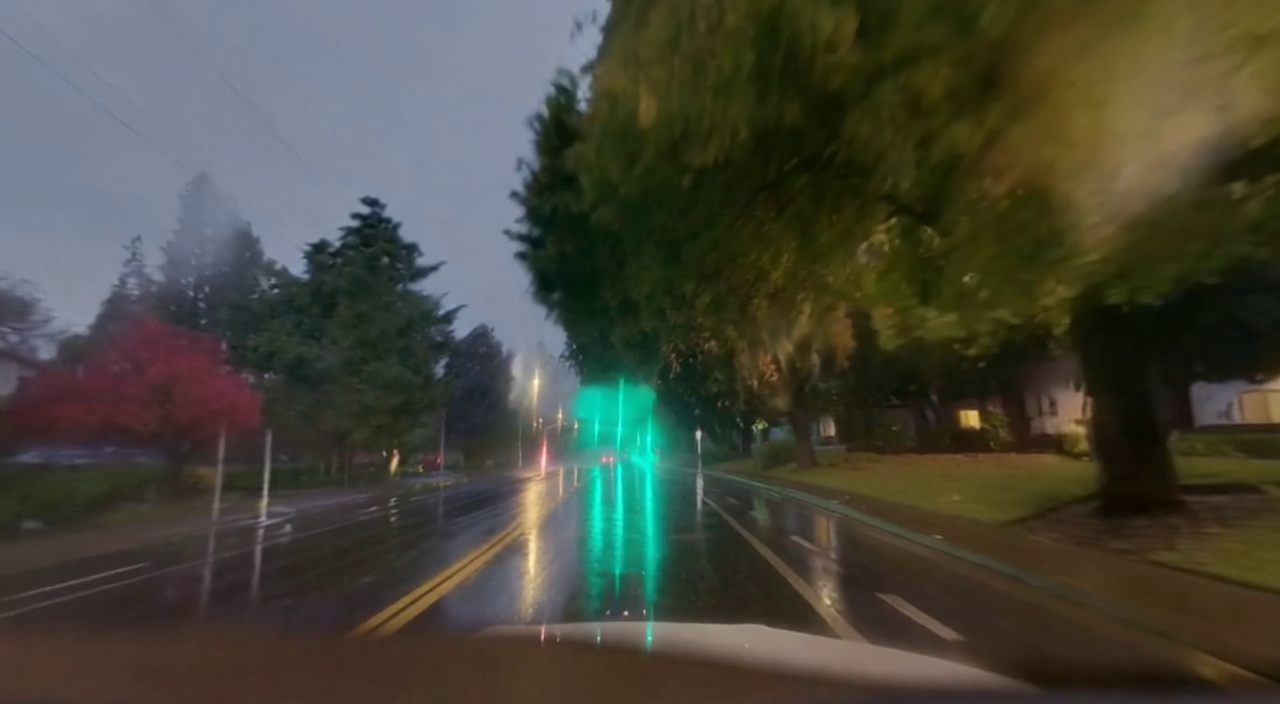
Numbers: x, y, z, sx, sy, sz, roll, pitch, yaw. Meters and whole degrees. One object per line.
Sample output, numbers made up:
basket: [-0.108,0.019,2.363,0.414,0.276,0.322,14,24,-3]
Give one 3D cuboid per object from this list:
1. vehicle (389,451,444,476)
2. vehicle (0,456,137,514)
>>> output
vehicle: [-16.472,8.229,46.664,1.897,1.698,4.532,-1,-8,8]
vehicle: [-20.430,4.545,21.851,4.459,1.772,2.011,-1,-9,9]
